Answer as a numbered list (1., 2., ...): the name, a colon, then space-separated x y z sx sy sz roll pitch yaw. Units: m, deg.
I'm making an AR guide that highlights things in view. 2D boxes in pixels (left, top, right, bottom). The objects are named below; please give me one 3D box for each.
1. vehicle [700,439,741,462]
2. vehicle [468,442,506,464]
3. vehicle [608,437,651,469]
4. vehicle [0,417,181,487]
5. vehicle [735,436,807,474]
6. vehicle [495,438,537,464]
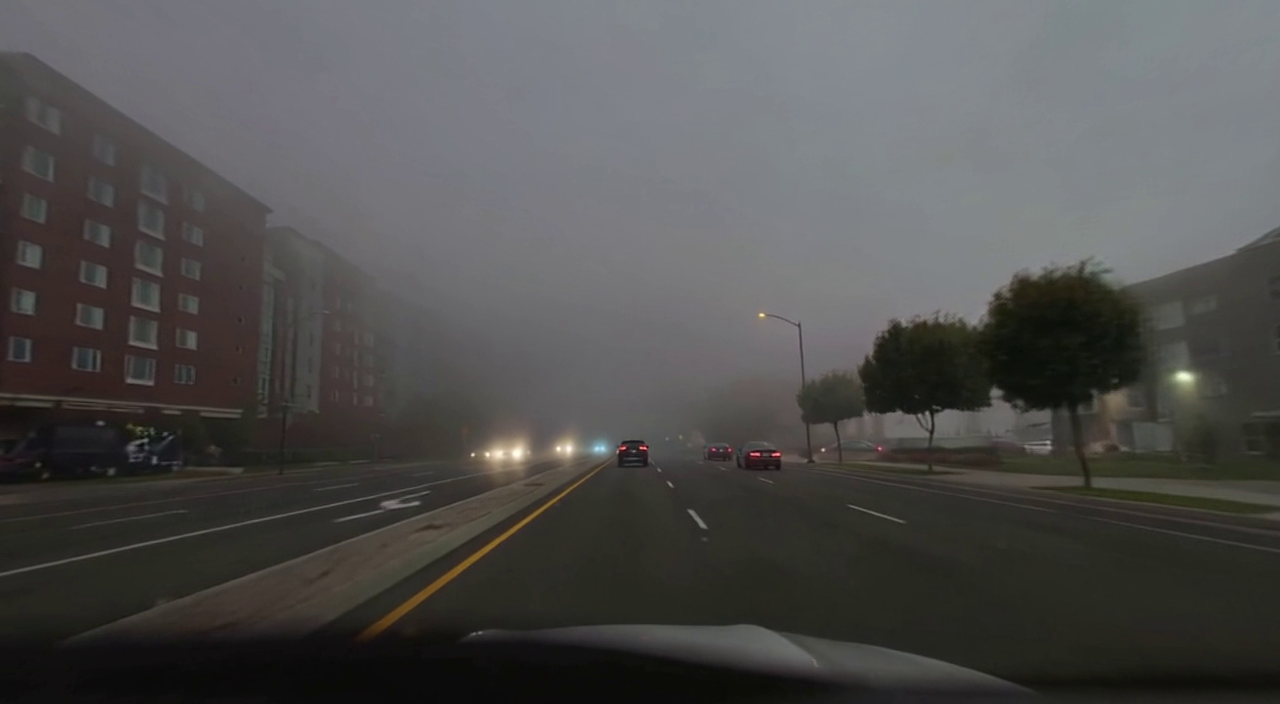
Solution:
1. vehicle: 5.542 6.831 43.773 2.154 1.554 4.149 0 -9 -2
2. vehicle: -11.821 7.824 48.792 1.959 1.634 3.797 0 -9 0
3. vehicle: -0.522 5.235 32.690 2.106 1.553 3.964 0 -8 -1
4. vehicle: -33.128 5.598 36.027 4.125 3.409 11.667 -1 -8 5
5. vehicle: 5.846 4.661 28.702 2.121 1.557 4.898 0 -9 -1
6. vehicle: -8.736 7.020 44.627 2.013 1.737 4.510 0 -8 0
